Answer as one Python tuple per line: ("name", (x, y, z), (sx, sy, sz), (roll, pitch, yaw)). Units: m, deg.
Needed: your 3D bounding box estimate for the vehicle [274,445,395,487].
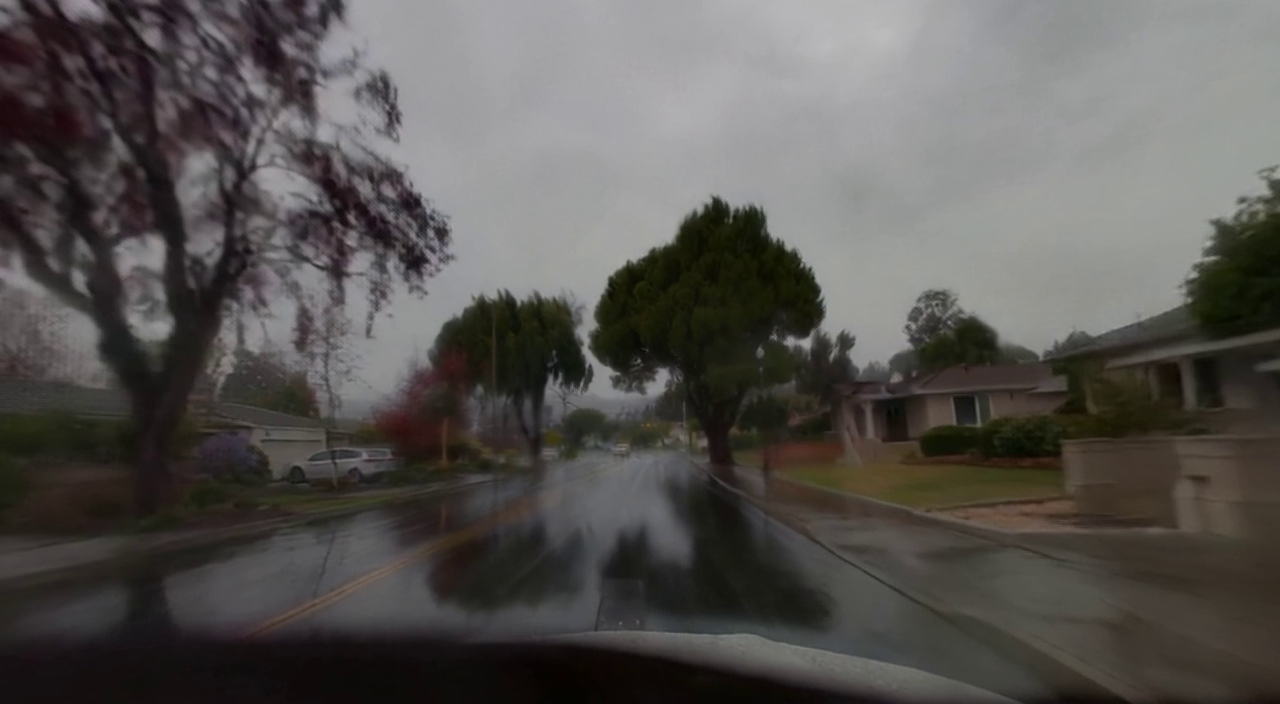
("vehicle", (-13.589, 5.082, 28.347), (4.370, 1.761, 1.901), (1, -9, -6))
